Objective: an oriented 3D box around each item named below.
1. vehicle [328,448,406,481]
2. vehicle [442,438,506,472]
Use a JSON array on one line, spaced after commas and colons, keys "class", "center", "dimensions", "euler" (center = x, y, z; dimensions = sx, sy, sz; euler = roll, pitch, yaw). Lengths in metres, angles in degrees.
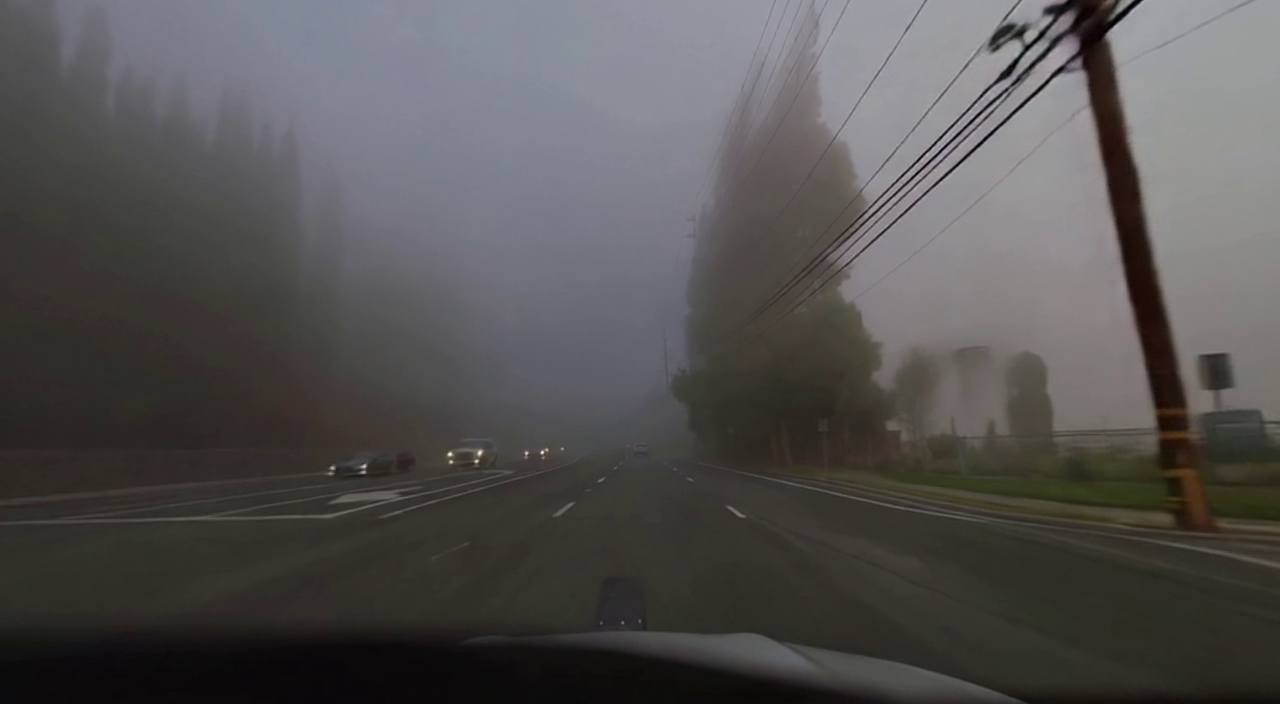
[{"class": "vehicle", "center": [-13.431, 5.535, 31.213], "dimensions": [1.821, 1.453, 4.459], "euler": [0, -8, 0]}, {"class": "vehicle", "center": [-9.863, 6.152, 37.763], "dimensions": [2.249, 1.866, 5.664], "euler": [0, -8, 1]}]
